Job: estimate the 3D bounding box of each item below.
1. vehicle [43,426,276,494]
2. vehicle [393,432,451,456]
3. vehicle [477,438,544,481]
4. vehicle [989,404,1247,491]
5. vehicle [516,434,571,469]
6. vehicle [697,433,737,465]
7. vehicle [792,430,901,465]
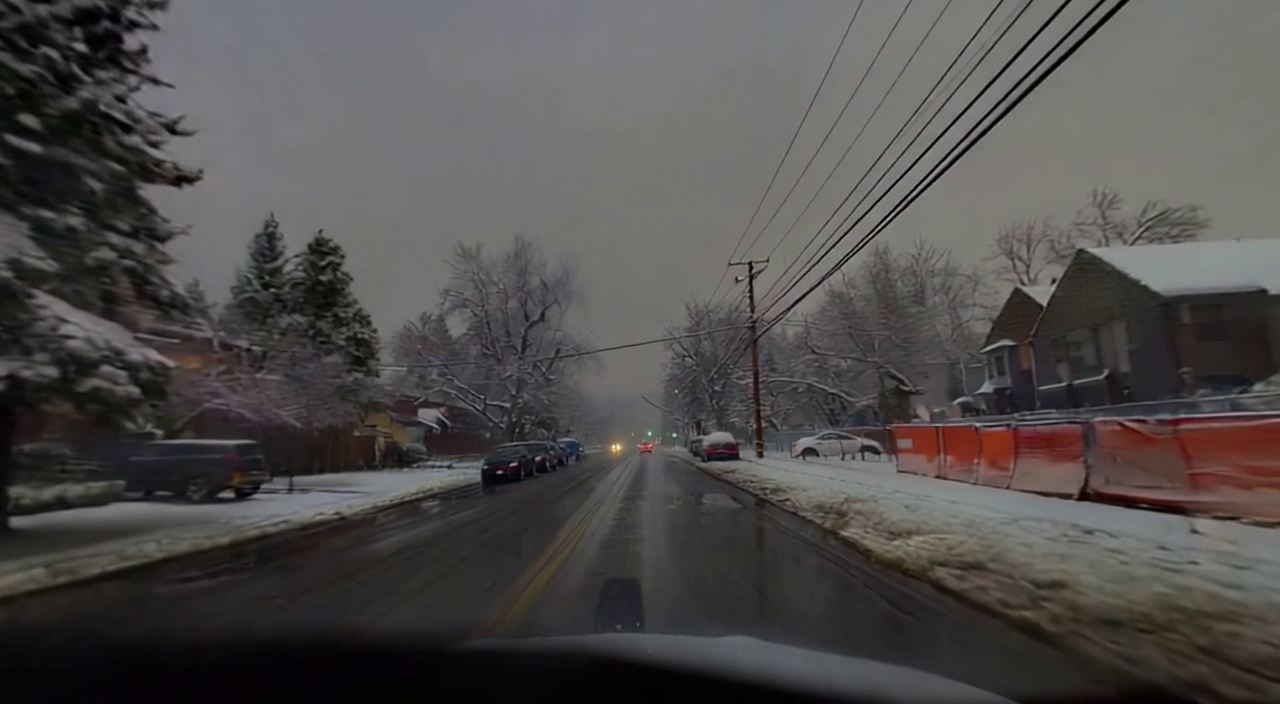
[{"bbox_3d":[-13.089,2.947,17.457,4.752,1.734,1.998,0,-8,1],"label":"vehicle"},{"bbox_3d":[-15.776,6.687,45.873,3.634,1.520,1.656,-3,-8,0],"label":"vehicle"},{"bbox_3d":[-5.843,4.846,28.952,1.771,1.512,4.281,5,-6,4],"label":"vehicle"},{"bbox_3d":[11.174,2.270,15.065,4.399,1.884,2.071,0,-9,-1],"label":"vehicle"},{"bbox_3d":[-5.438,5.757,36.277,2.158,1.837,4.659,-1,-10,3],"label":"vehicle"},{"bbox_3d":[4.788,6.114,39.998,2.134,1.863,4.455,0,-8,2],"label":"vehicle"},{"bbox_3d":[10.618,4.932,32.778,4.920,1.759,1.998,0,-8,-2],"label":"vehicle"}]
